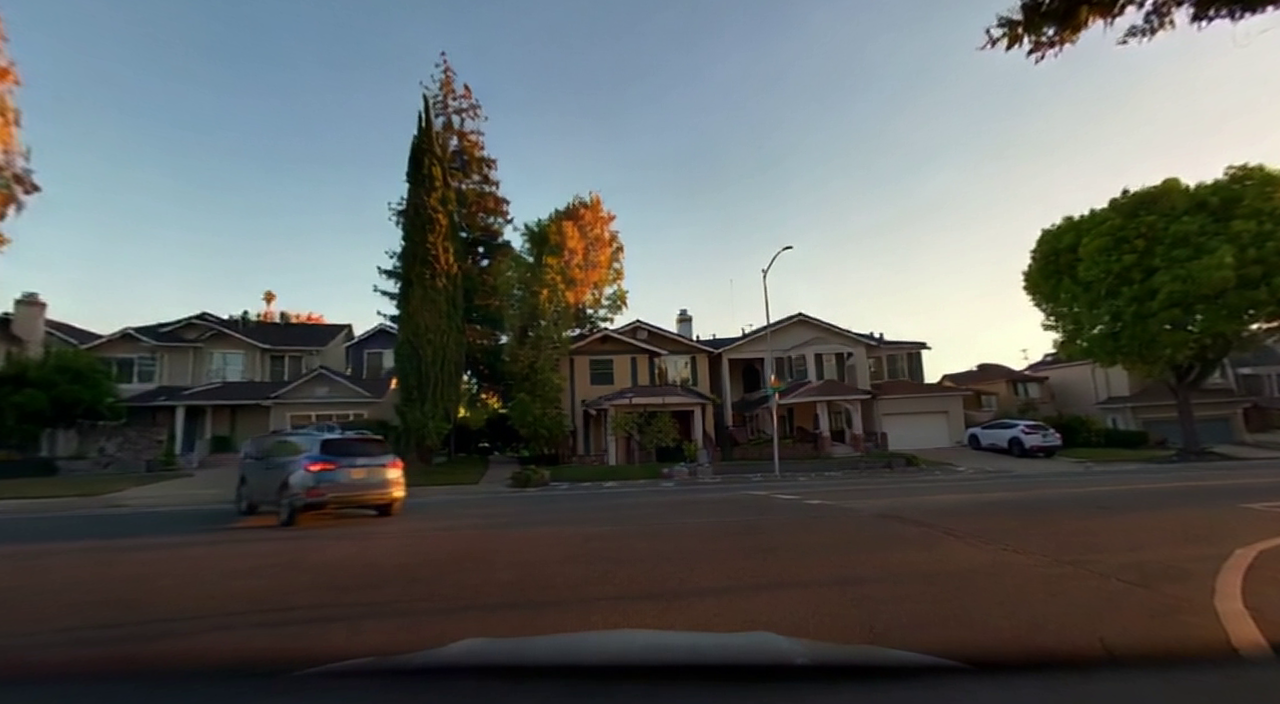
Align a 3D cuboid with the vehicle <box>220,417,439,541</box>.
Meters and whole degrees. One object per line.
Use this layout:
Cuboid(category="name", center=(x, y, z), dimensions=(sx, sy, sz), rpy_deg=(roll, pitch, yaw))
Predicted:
Cuboid(category="vehicle", center=(-5.557, 2.100, 11.072), dimensions=(2.145, 1.695, 4.210), rpy_deg=(8, -12, -43))
